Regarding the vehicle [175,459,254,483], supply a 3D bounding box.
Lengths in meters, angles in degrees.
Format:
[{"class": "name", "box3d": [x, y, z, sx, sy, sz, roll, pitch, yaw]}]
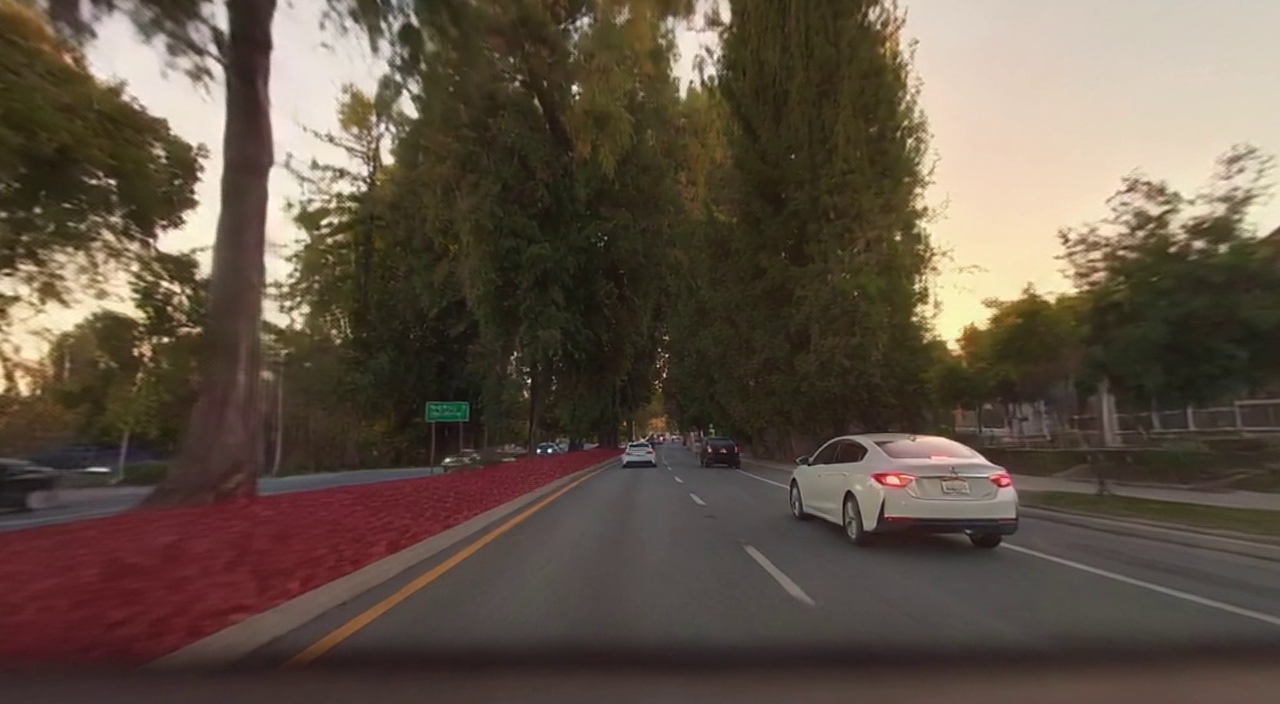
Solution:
[{"class": "vehicle", "box3d": [-30.706, 8.597, 45.675, 4.279, 1.438, 2.037, -3, -9, 3]}]

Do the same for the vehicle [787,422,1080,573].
[{"class": "vehicle", "box3d": [3.488, 1.796, 8.589, 1.985, 1.529, 4.147, 0, -8, 0]}]

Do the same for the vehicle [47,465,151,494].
[{"class": "vehicle", "box3d": [-31.962, 7.520, 37.405, 4.432, 1.535, 1.866, 0, -8, 2]}]

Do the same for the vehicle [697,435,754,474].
[{"class": "vehicle", "box3d": [3.926, 4.787, 29.697, 2.074, 1.652, 4.340, 0, -9, 0]}]

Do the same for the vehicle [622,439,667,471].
[{"class": "vehicle", "box3d": [0.234, 5.136, 31.677, 2.082, 1.473, 4.028, 0, -8, 1]}]

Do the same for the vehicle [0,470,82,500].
[{"class": "vehicle", "box3d": [-31.283, 6.771, 32.220, 3.757, 1.391, 2.001, -1, -9, 2]}]
